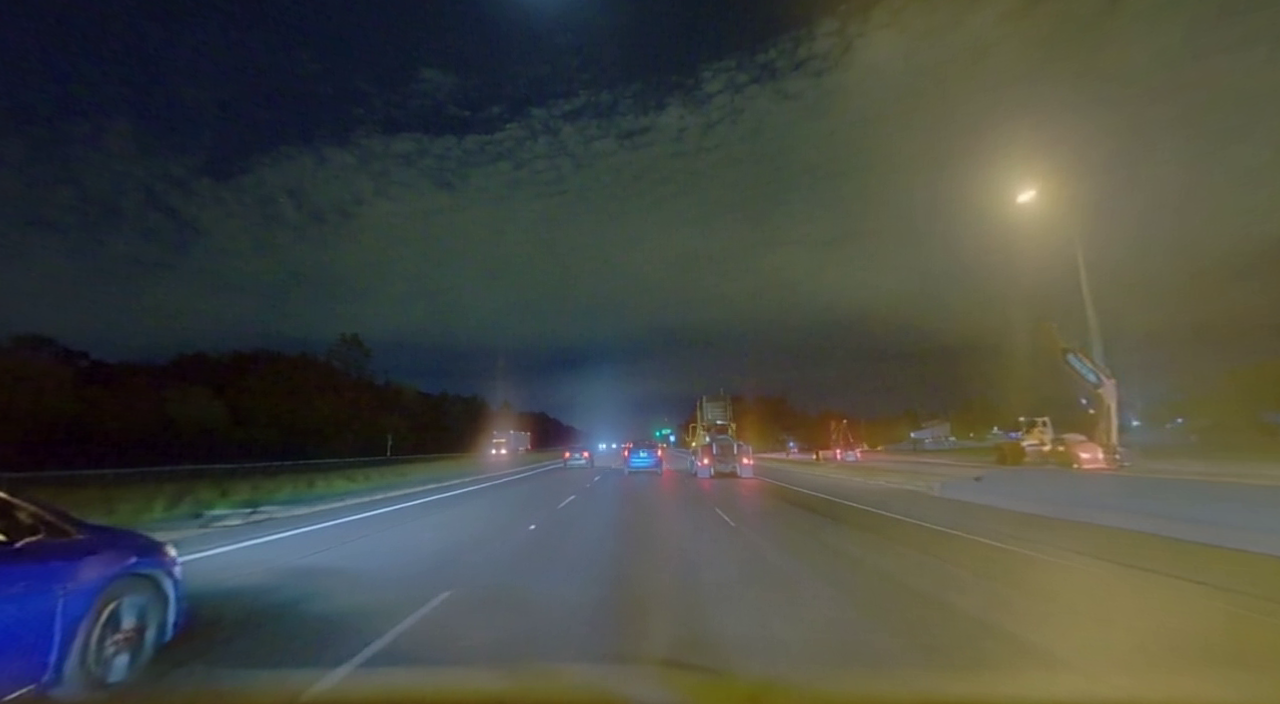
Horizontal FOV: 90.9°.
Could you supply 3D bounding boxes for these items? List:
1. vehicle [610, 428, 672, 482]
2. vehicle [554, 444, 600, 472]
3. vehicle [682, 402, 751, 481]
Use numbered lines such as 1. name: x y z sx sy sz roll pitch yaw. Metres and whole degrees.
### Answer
1. vehicle: 0.063 4.204 25.921 2.308 1.993 4.631 0 -8 1
2. vehicle: -3.478 5.974 35.716 2.096 1.469 4.319 0 -8 1
3. vehicle: 4.047 5.089 35.611 2.793 3.828 9.580 0 -8 1
